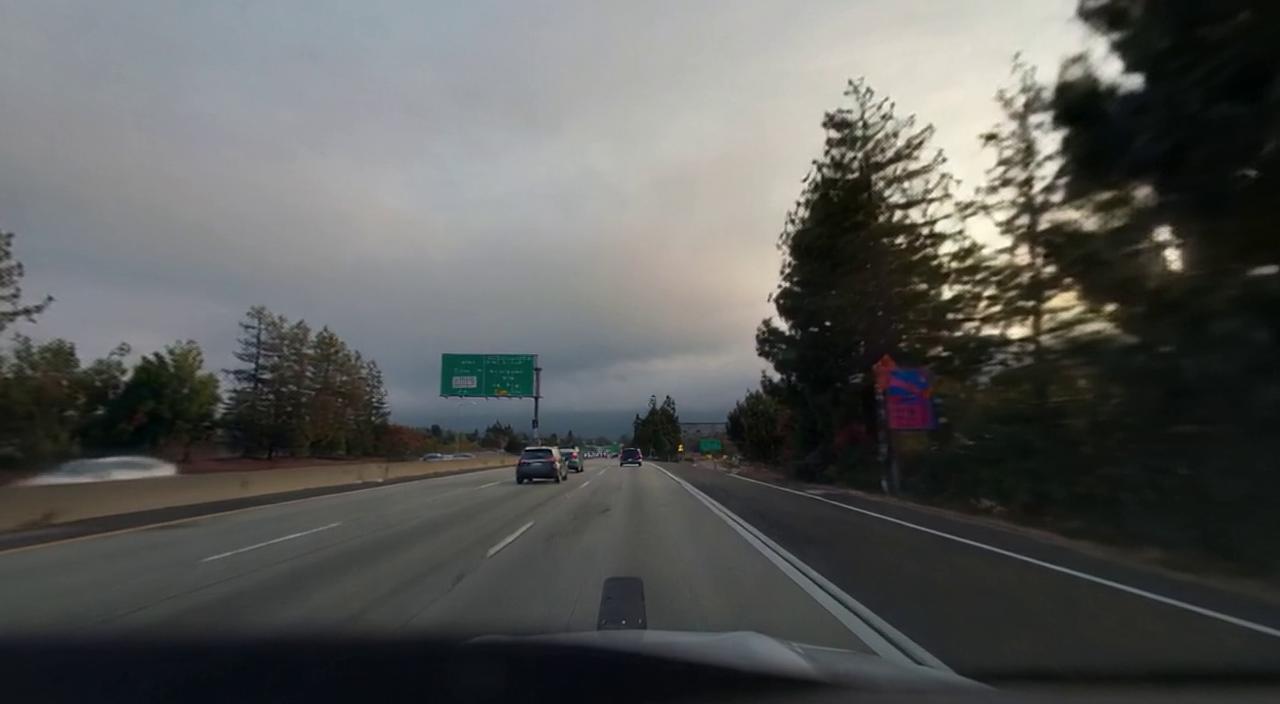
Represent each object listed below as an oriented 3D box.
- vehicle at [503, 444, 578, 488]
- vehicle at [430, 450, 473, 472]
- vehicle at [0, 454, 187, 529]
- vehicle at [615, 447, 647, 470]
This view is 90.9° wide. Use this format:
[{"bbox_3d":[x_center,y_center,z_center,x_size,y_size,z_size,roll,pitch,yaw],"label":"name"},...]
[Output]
[{"bbox_3d":[-3.701,4.331,24.309,2.067,1.509,4.551,0,-8,1],"label":"vehicle"},{"bbox_3d":[-13.784,7.985,46.444,1.939,1.475,4.365,1,-9,-2],"label":"vehicle"},{"bbox_3d":[-13.542,3.227,15.211,1.854,1.459,4.565,0,-8,0],"label":"vehicle"},{"bbox_3d":[-0.648,7.479,44.467,2.100,1.471,3.956,0,-8,-1],"label":"vehicle"}]
